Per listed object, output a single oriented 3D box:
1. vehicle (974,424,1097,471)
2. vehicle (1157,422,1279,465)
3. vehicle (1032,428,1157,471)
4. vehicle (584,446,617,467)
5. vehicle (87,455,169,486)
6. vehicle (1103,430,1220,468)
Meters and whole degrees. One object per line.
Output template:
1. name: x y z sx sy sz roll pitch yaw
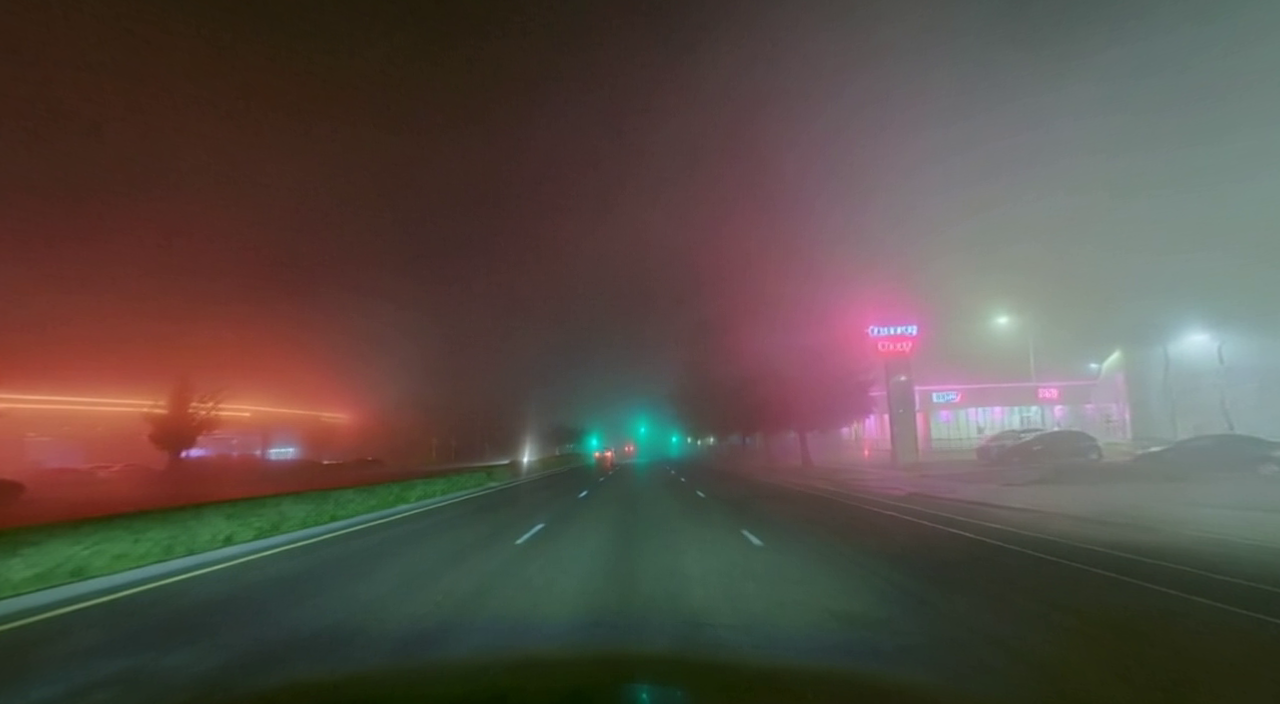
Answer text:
1. vehicle: 16.966 4.139 27.410 2.038 1.827 4.870 0 -9 -2
2. vehicle: 25.387 3.993 27.446 2.024 1.683 4.322 0 -9 0
3. vehicle: 19.617 4.212 27.502 2.074 1.607 4.465 -2 -8 -1
4. vehicle: -2.809 7.576 45.927 2.082 1.460 4.442 -1 -9 1
5. vehicle: -31.456 7.269 38.912 1.830 1.663 4.166 0 -9 -6
6. vehicle: 22.487 4.187 27.392 1.828 1.450 3.730 -2 -8 0
